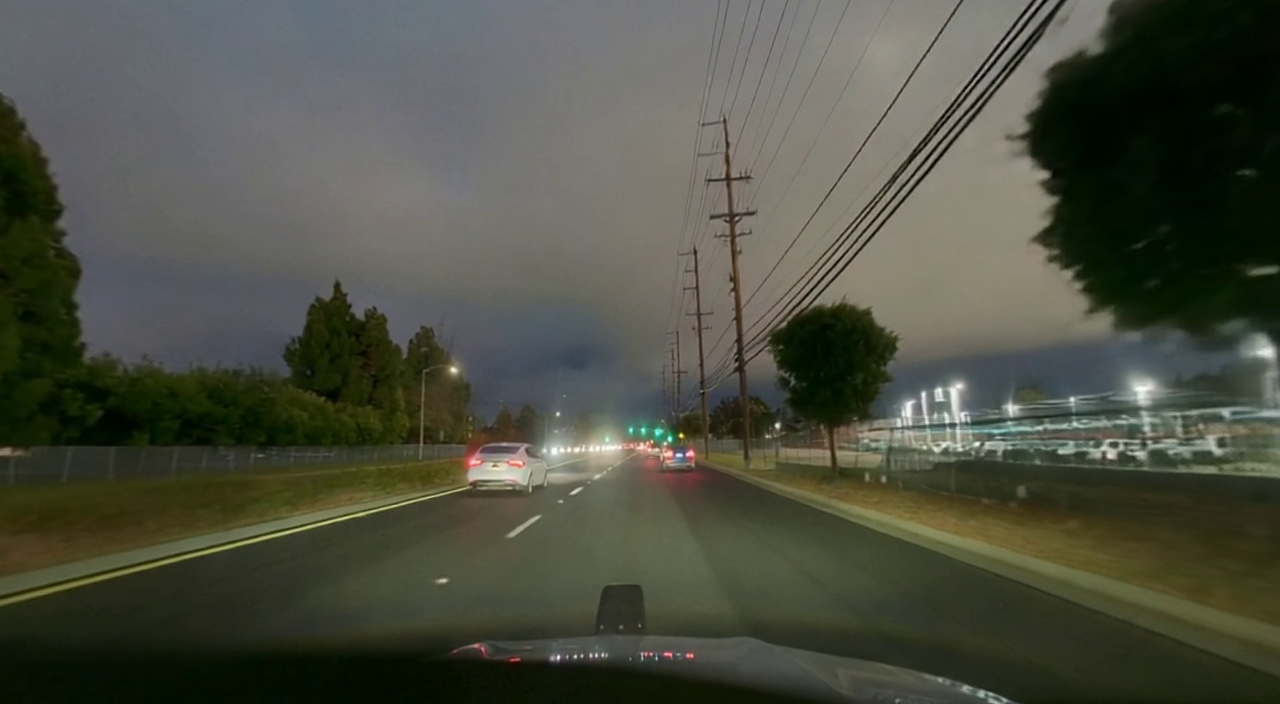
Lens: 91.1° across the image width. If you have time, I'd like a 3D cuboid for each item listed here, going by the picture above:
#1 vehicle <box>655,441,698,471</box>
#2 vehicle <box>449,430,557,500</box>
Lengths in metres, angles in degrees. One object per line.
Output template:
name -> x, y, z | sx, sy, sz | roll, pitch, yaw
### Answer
vehicle -> 1.886, 5.525, 33.580 | 2.059, 1.486, 3.980 | 0, -8, 0
vehicle -> -3.645, 3.074, 17.548 | 1.950, 1.692, 4.397 | -1, -8, 1
